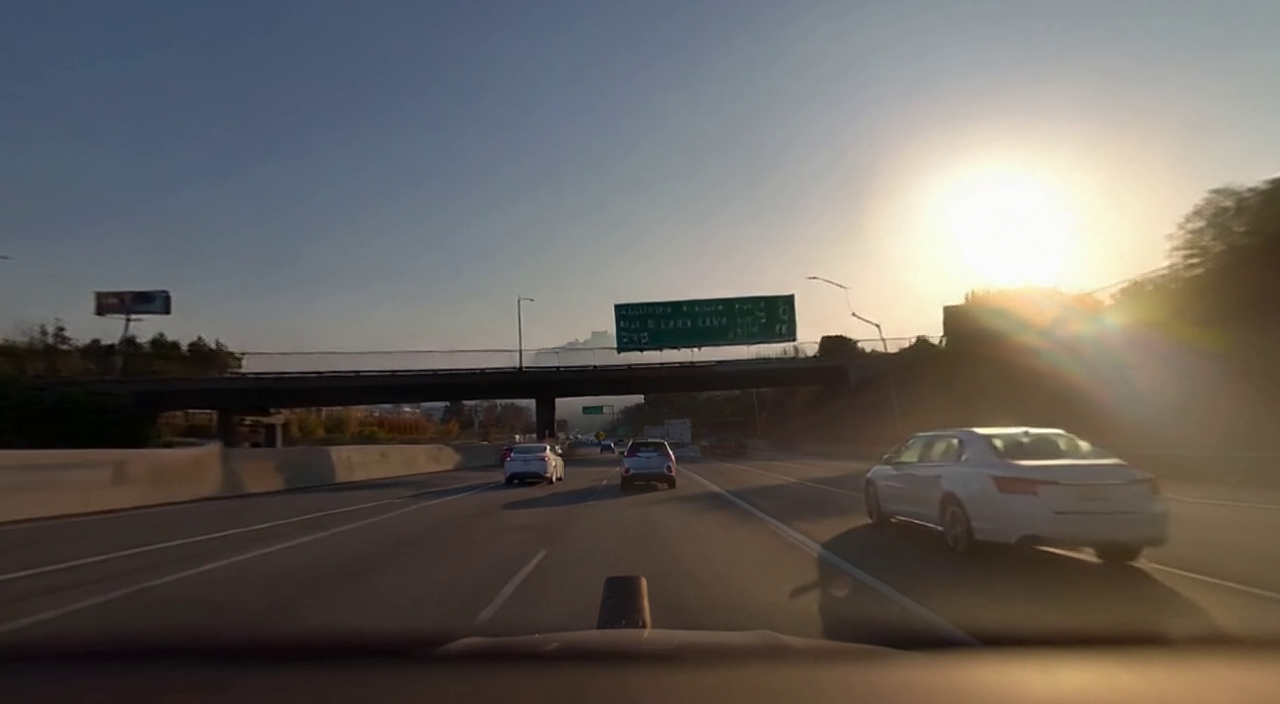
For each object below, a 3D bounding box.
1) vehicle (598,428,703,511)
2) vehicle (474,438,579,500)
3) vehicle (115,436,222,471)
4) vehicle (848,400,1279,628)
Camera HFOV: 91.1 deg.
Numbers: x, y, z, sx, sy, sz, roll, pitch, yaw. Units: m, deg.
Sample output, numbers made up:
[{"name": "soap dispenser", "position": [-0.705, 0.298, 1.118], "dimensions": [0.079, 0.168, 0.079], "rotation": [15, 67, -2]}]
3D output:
[{"name": "vehicle", "position": [0.223, 2.672, 14.721], "dimensions": [2.099, 1.640, 4.134], "rotation": [0, -9, 0]}, {"name": "vehicle", "position": [-3.050, 3.254, 17.973], "dimensions": [2.011, 1.510, 4.698], "rotation": [0, -9, 1]}, {"name": "vehicle", "position": [-26.554, 5.737, 35.629], "dimensions": [2.242, 1.794, 4.890], "rotation": [0, -9, 1]}, {"name": "vehicle", "position": [4.072, 1.489, 6.726], "dimensions": [2.210, 1.625, 4.249], "rotation": [0, -9, 0]}]
